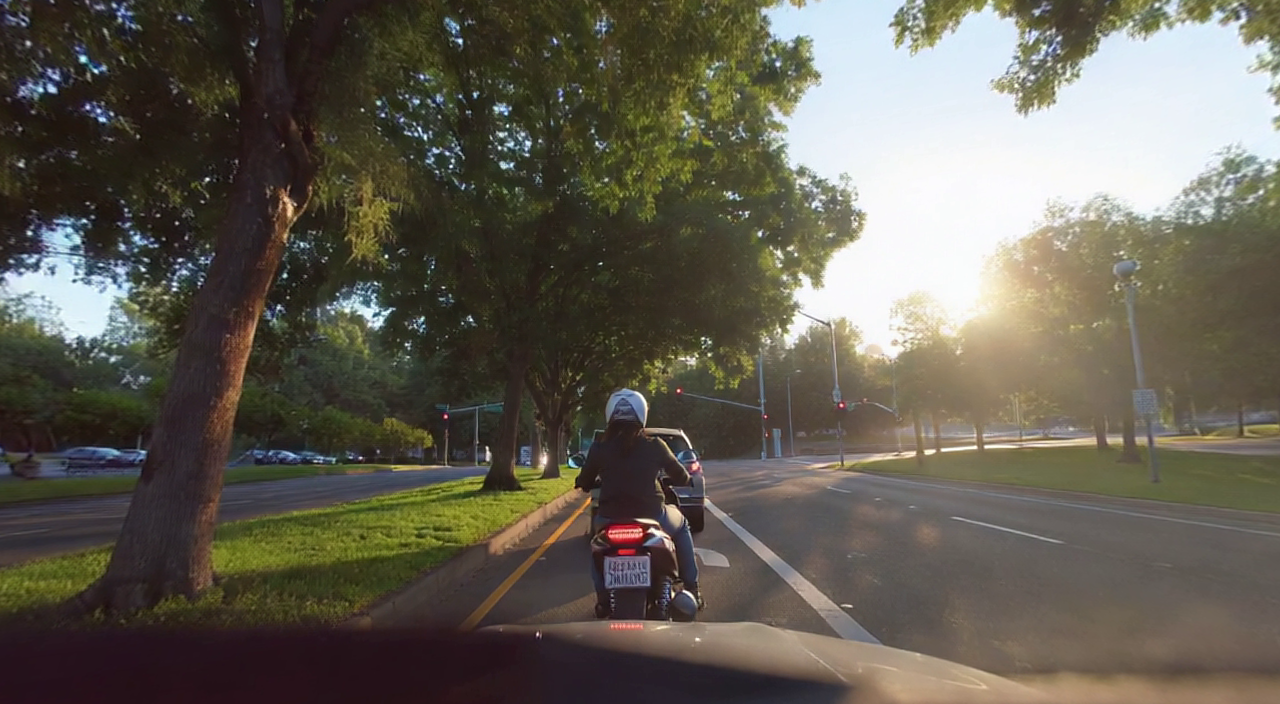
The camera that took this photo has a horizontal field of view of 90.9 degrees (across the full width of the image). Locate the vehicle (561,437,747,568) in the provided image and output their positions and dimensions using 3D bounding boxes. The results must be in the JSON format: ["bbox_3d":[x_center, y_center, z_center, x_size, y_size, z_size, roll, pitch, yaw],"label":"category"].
[{"bbox_3d":[0.120,2.023,9.404,2.093,1.450,4.437,0,-8,-1],"label":"vehicle"}]
